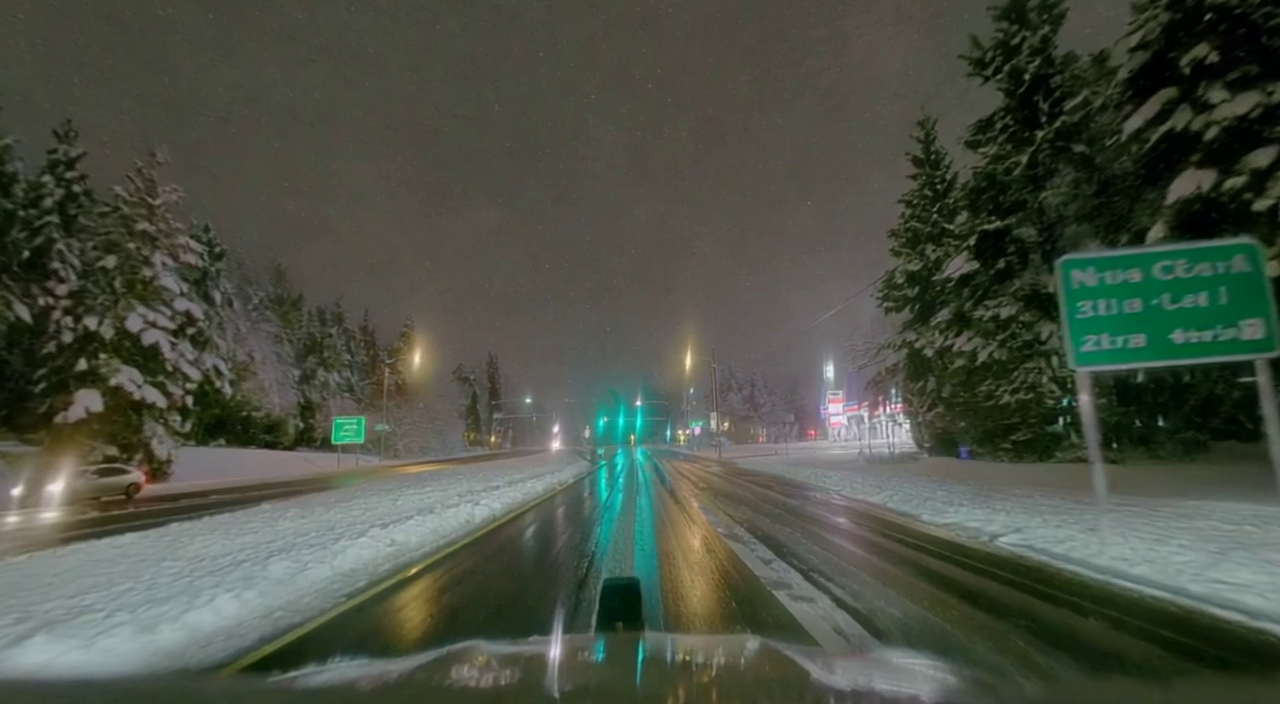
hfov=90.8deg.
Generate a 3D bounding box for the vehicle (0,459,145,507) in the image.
[{"bbox_3d":[-21.356,4.741,23.260,1.989,1.454,4.569,-2,-9,13],"label":"vehicle"}]
